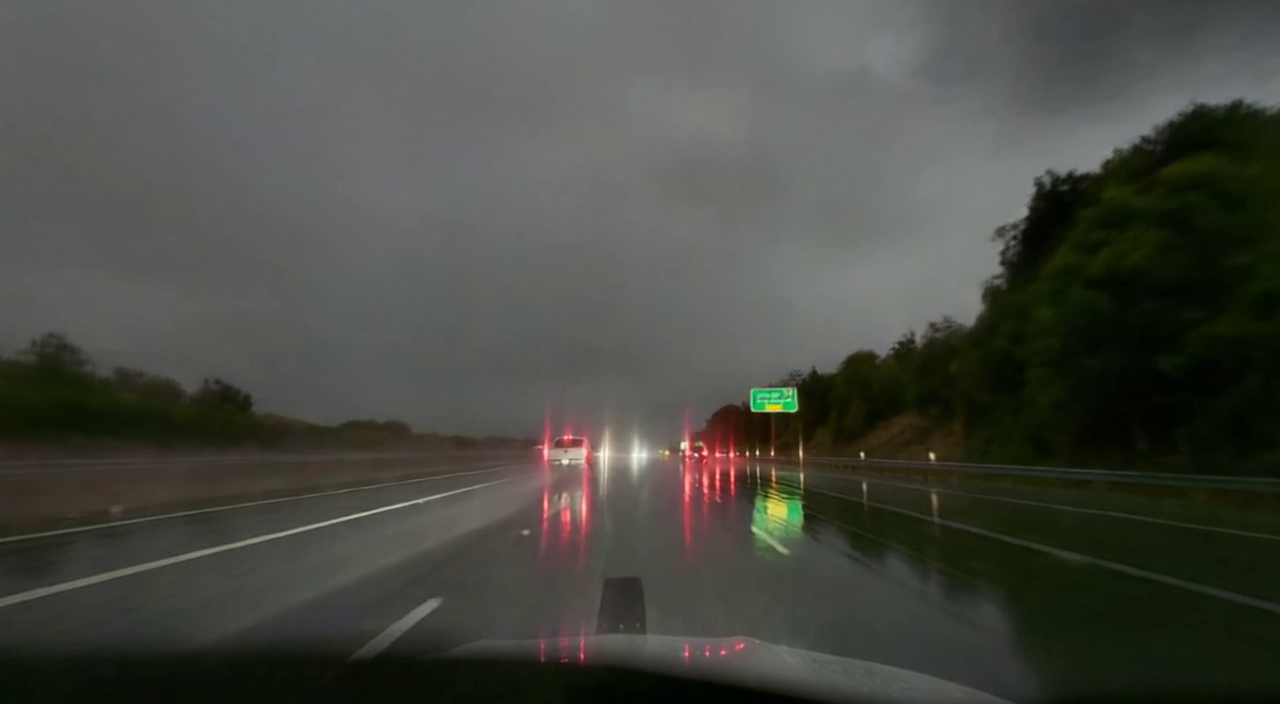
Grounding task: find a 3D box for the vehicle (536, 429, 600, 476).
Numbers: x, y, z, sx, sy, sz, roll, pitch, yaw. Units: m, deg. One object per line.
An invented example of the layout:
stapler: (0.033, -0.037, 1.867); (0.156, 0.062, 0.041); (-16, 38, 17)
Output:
vehicle: (-3.671, 5.324, 33.524); (2.496, 2.203, 6.317); (0, -9, 2)
